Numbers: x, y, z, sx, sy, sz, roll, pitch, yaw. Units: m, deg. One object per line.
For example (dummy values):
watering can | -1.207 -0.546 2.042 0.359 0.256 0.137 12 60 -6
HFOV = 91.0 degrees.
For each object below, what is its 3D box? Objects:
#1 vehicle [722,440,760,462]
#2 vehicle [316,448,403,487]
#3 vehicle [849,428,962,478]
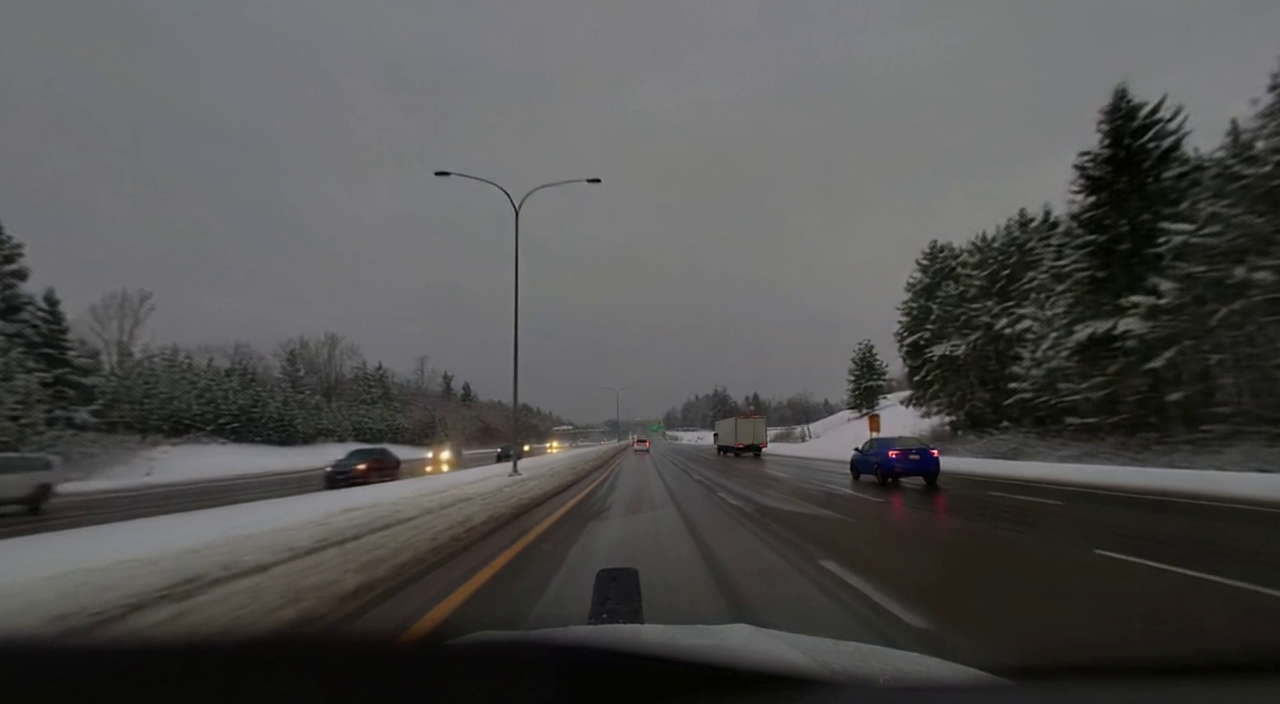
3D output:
vehicle | 7.600 7.468 47.694 2.053 1.553 4.463 0 -9 -1
vehicle | -11.947 4.912 27.099 1.873 1.507 3.906 0 -9 1
vehicle | 11.151 4.326 27.076 2.387 1.936 5.646 0 -9 0
